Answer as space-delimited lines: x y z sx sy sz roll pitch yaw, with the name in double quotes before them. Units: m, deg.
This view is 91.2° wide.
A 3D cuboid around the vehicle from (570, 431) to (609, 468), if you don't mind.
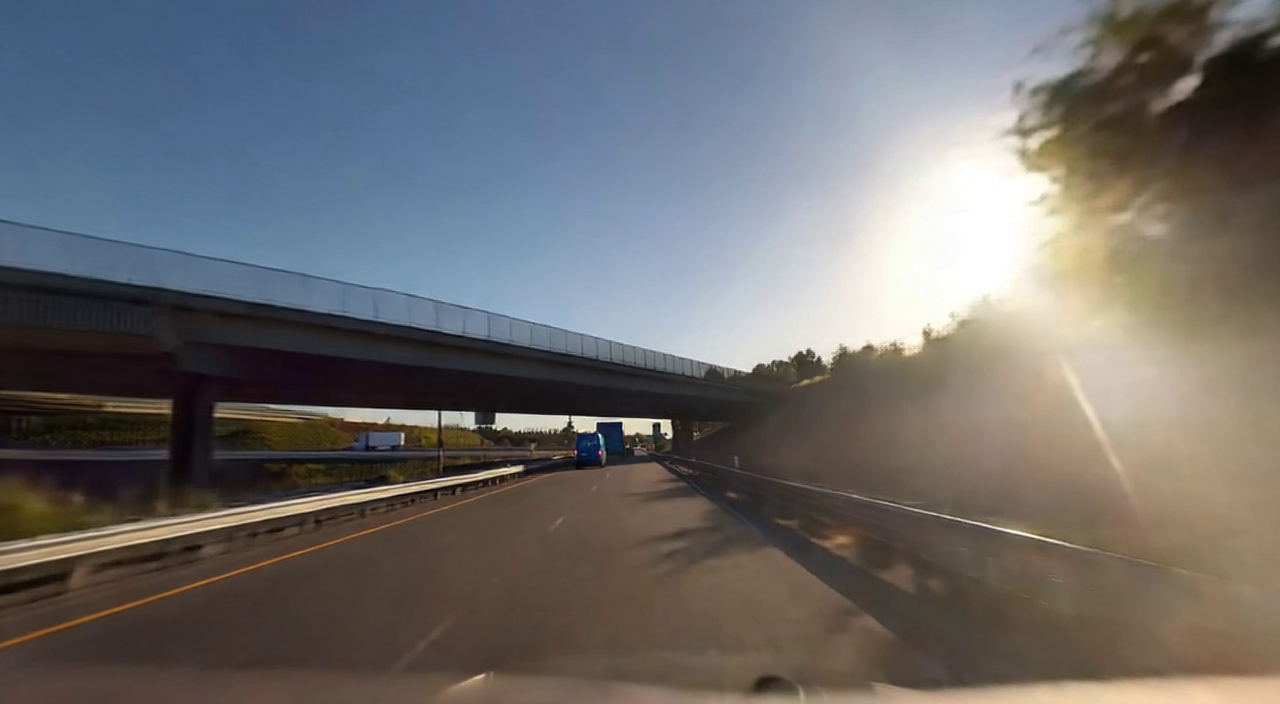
"vehicle" -3.773 7.495 48.300 2.463 2.640 7.034 0 -9 0
